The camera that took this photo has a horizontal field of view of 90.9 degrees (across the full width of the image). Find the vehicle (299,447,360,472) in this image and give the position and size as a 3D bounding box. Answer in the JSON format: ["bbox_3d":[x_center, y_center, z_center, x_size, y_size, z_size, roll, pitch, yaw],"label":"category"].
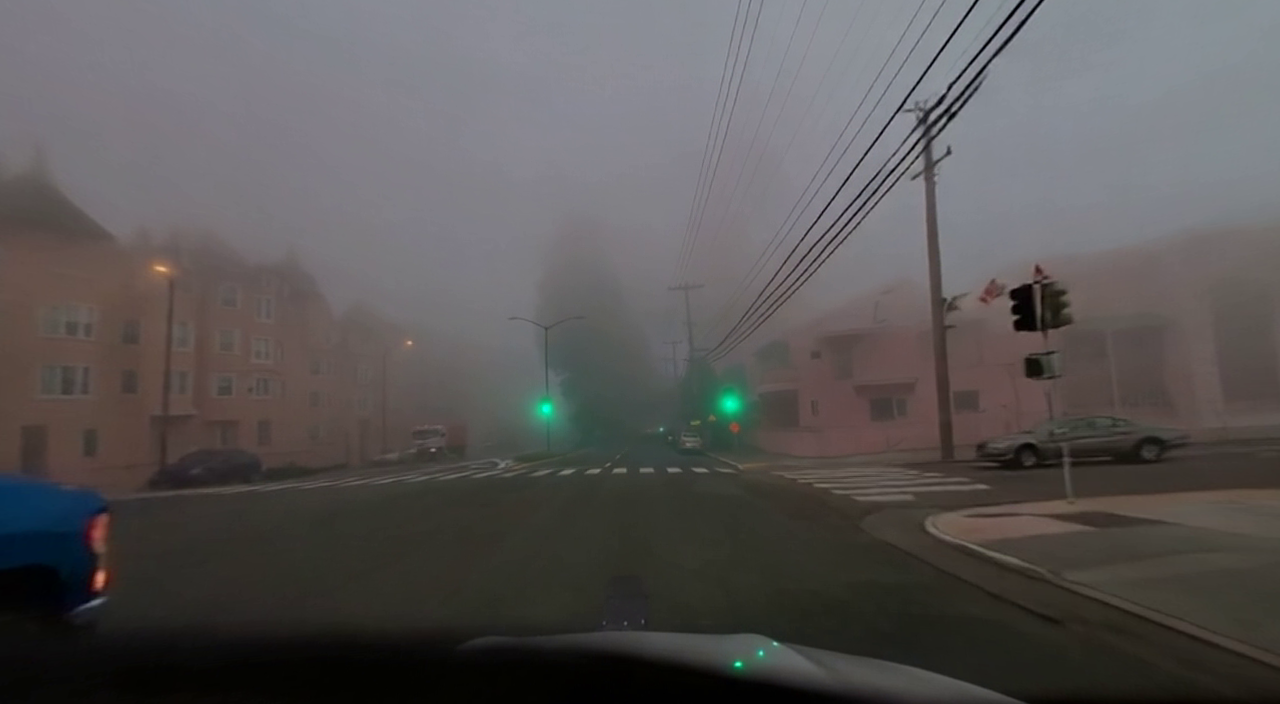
[{"bbox_3d":[-18.996,6.572,38.746,1.672,1.428,4.062,-1,-8,1],"label":"vehicle"}]

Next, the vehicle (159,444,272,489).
[{"bbox_3d":[-19.207,5.156,28.828,2.071,1.840,4.528,0,-8,-1],"label":"vehicle"}]

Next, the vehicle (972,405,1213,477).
[{"bbox_3d":[12.004,2.343,17.035,4.816,1.501,2.296,-2,-1,1],"label":"vehicle"}]

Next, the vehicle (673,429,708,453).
[{"bbox_3d":[3.276,5.926,41.865,1.986,1.491,4.500,-1,-8,0],"label":"vehicle"}]

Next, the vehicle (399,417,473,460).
[{"bbox_3d":[-15.806,6.878,49.636,2.979,3.071,7.978,-1,-8,1],"label":"vehicle"}]

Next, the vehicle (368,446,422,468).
[{"bbox_3d":[-18.765,8.049,48.541,2.060,1.484,4.726,-1,-8,2],"label":"vehicle"}]

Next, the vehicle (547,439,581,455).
[{"bbox_3d":[-5.767,7.246,48.190,1.925,1.016,2.951,-3,-6,6],"label":"vehicle"}]

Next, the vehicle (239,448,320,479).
[{"bbox_3d":[-19.136,5.908,33.724,1.751,1.487,4.514,0,-8,-1],"label":"vehicle"}]
